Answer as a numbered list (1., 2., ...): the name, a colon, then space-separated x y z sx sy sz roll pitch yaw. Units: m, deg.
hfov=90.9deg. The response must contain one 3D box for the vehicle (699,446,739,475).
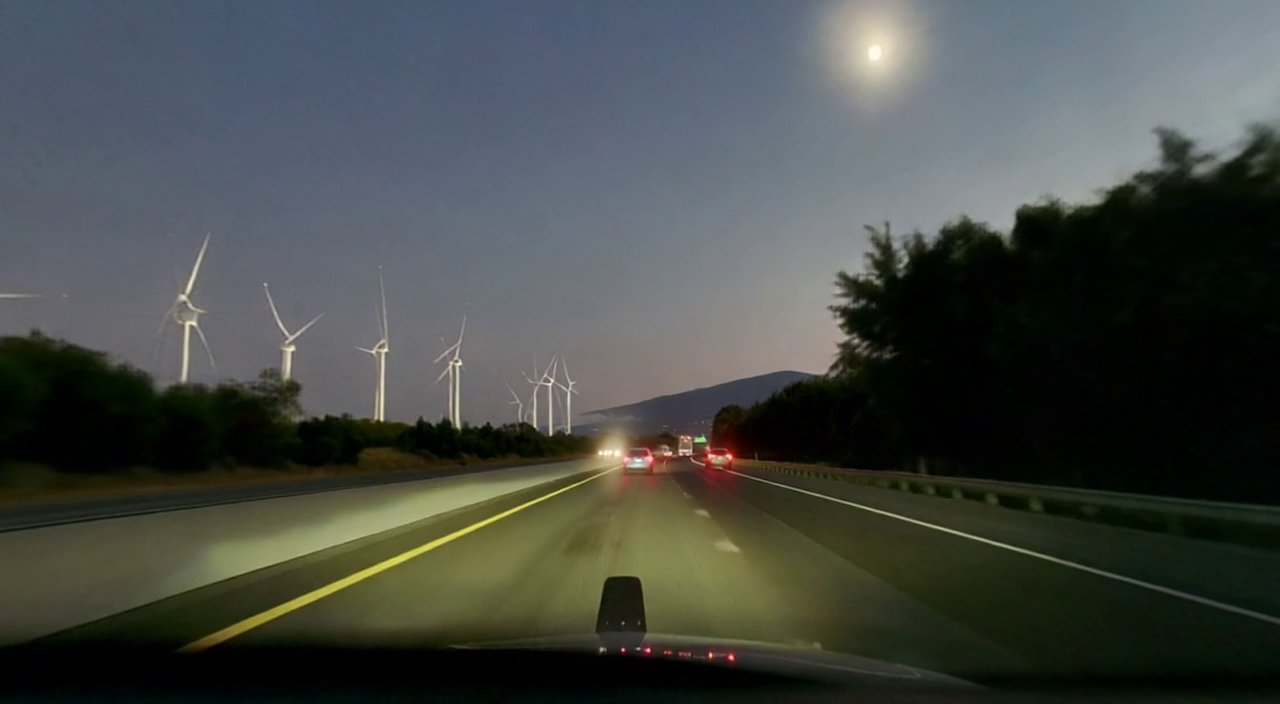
1. vehicle: 4.970 6.846 40.063 2.040 1.721 4.507 0 -9 1

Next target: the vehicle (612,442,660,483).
1. vehicle: -0.168 5.041 29.065 2.038 1.723 4.150 0 -9 0
